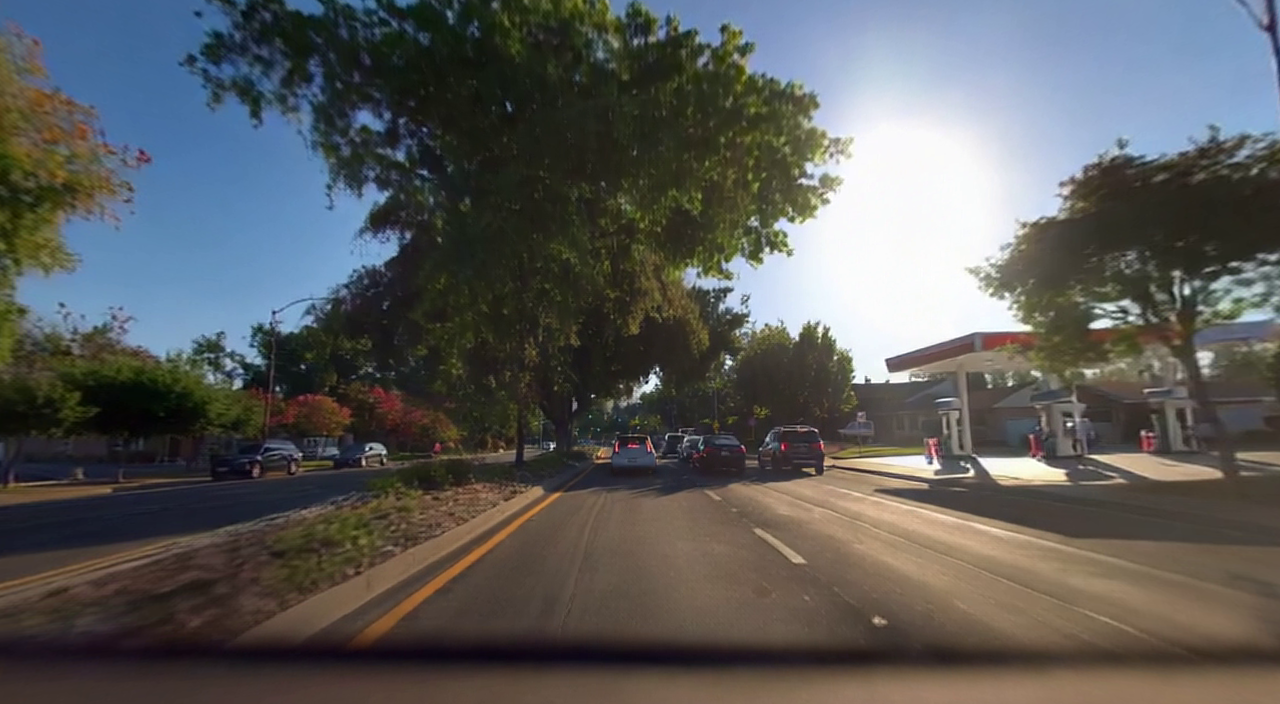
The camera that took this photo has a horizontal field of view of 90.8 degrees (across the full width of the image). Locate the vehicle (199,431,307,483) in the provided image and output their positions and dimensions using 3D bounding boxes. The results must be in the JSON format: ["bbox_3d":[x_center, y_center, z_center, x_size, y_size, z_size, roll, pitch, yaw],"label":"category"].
[{"bbox_3d":[-19.083,5.116,31.510,2.222,2.141,5.390,-1,-6,-3],"label":"vehicle"}]

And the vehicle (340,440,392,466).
[{"bbox_3d":[-19.469,7.162,45.029,1.903,1.706,3.994,0,-8,0],"label":"vehicle"}]

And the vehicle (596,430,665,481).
[{"bbox_3d":[-0.268,3.351,20.681,2.052,1.488,3.779,0,-8,1],"label":"vehicle"}]

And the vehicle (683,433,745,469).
[{"bbox_3d":[3.214,4.415,28.455,2.124,1.476,4.730,0,-8,-1],"label":"vehicle"}]

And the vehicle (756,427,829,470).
[{"bbox_3d":[6.803,4.376,28.746,2.117,1.757,4.969,0,-8,0],"label":"vehicle"}]
